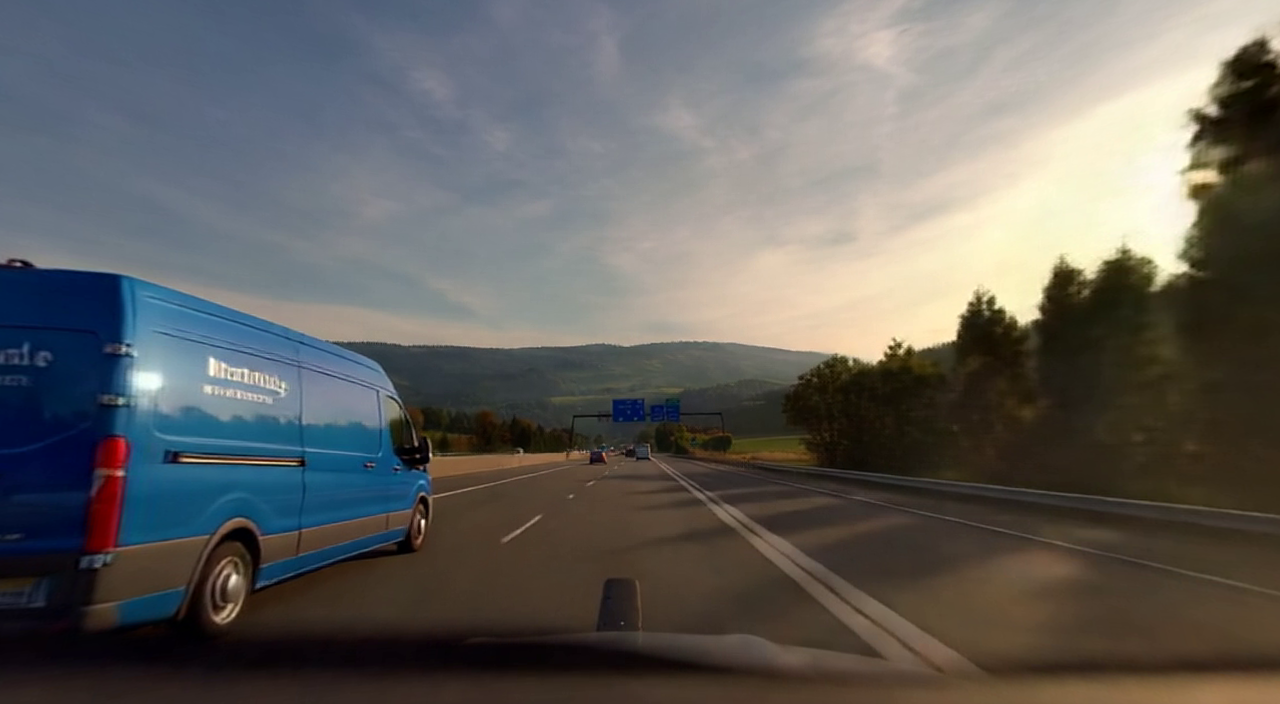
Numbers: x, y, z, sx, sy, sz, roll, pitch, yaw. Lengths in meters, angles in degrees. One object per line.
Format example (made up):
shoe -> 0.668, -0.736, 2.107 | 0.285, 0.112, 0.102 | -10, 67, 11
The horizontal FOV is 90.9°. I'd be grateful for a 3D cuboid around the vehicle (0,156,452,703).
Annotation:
vehicle -> -3.955, 0.965, 5.837 | 2.320, 2.636, 7.021 | 0, -9, -1
